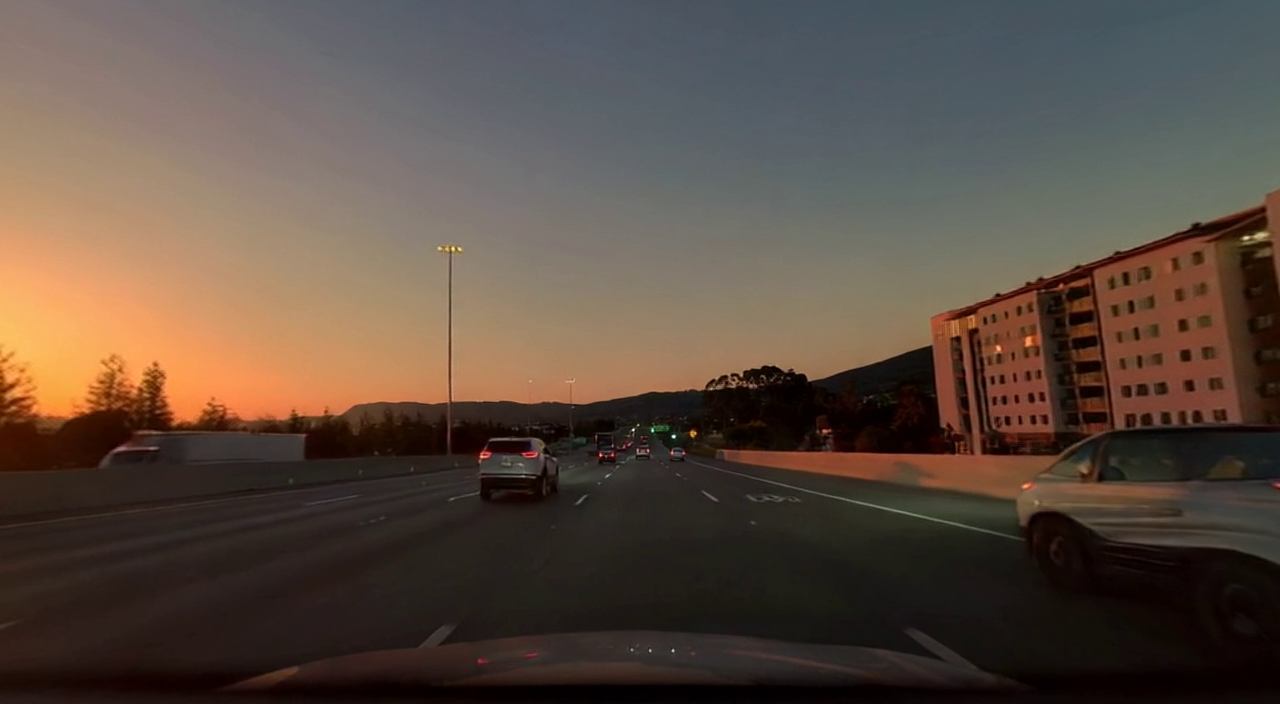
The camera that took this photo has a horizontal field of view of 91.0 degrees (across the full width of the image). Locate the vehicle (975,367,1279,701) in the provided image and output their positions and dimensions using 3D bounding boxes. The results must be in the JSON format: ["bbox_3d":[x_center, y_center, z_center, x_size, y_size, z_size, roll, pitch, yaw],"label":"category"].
[{"bbox_3d":[4.433,1.033,3.844,2.170,1.733,4.631,0,-9,0],"label":"vehicle"}]

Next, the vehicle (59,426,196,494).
[{"bbox_3d":[-31.076,6.554,38.592,3.060,3.727,5.991,0,-9,1],"label":"vehicle"}]

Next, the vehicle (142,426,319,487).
[{"bbox_3d":[-31.104,8.107,49.649,2.891,3.951,16.525,0,-9,0],"label":"vehicle"}]

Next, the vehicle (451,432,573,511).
[{"bbox_3d":[-3.107,3.025,16.443,2.075,1.721,4.763,0,-9,1],"label":"vehicle"}]
